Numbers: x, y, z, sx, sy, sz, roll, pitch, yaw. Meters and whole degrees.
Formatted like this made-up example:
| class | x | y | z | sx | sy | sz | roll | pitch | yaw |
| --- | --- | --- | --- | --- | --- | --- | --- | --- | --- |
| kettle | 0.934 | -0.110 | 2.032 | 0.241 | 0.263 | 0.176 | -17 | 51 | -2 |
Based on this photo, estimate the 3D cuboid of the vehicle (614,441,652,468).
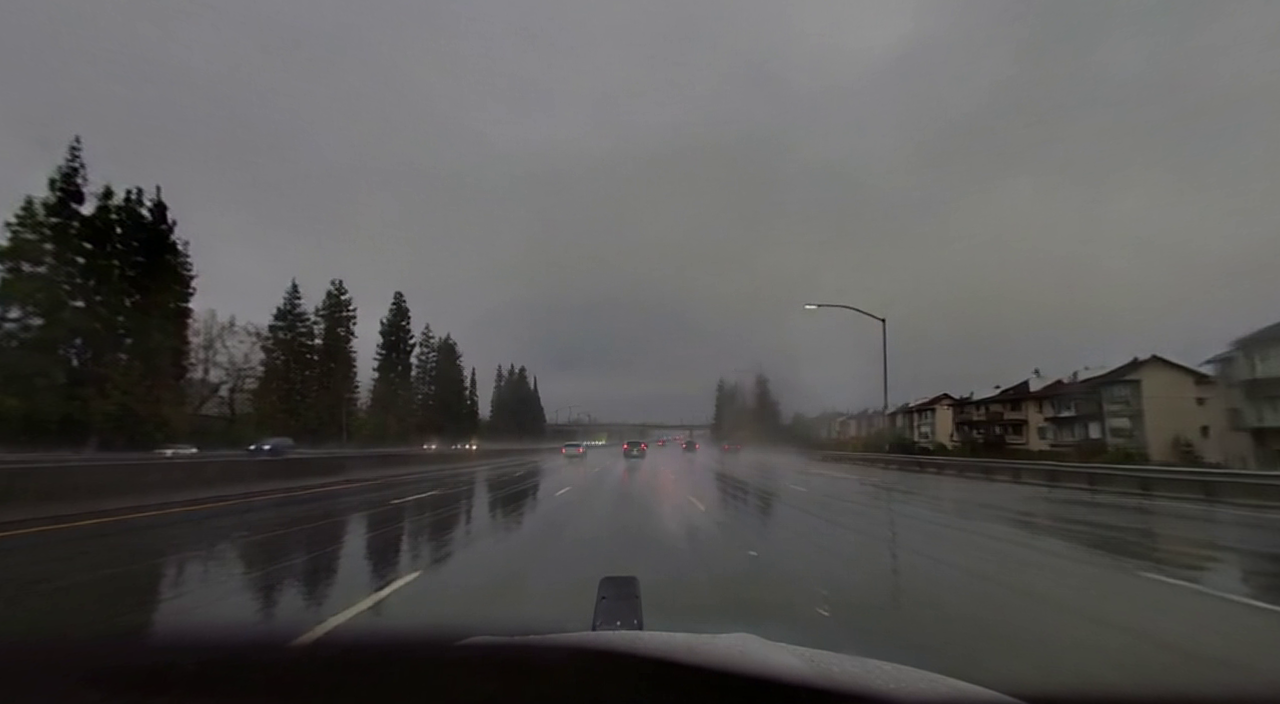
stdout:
| class | x | y | z | sx | sy | sz | roll | pitch | yaw |
| --- | --- | --- | --- | --- | --- | --- | --- | --- | --- |
| vehicle | -0.434 | 6.193 | 38.370 | 2.146 | 1.485 | 4.332 | 0 | -8 | -1 |

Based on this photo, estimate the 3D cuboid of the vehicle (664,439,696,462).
| class | x | y | z | sx | sy | sz | roll | pitch | yaw |
| --- | --- | --- | --- | --- | --- | --- | --- | --- | --- |
| vehicle | 3.023 | 7.514 | 48.341 | 2.084 | 1.624 | 3.935 | 0 | -8 | -1 |

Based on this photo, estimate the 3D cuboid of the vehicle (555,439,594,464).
| class | x | y | z | sx | sy | sz | roll | pitch | yaw |
| --- | --- | --- | --- | --- | --- | --- | --- | --- | --- |
| vehicle | -4.629 | 7.107 | 45.276 | 2.260 | 1.706 | 4.177 | 0 | -8 | 0 |
